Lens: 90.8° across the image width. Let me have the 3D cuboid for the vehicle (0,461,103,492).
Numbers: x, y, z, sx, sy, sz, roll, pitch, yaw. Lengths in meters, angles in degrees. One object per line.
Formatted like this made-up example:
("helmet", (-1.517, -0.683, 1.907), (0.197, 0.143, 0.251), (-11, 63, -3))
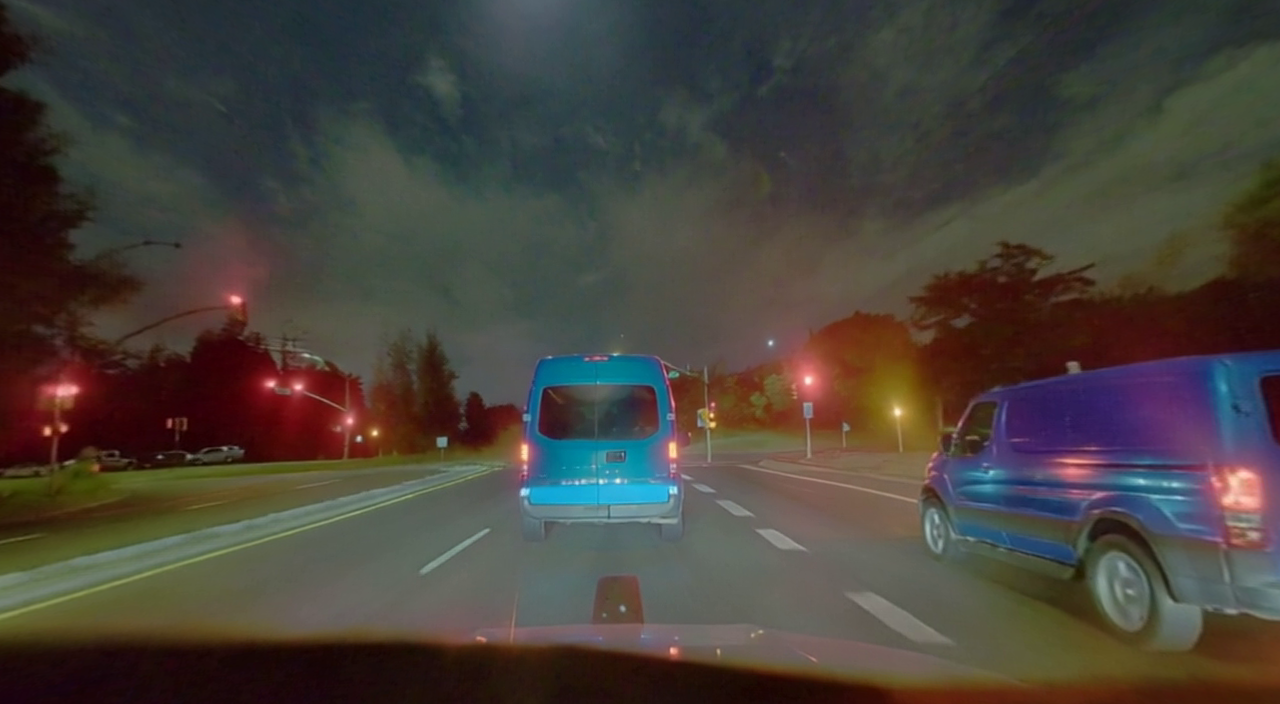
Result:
("vehicle", (-35.351, 7.417, 37.779), (4.573, 1.691, 1.877), (0, -9, -4))

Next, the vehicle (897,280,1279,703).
("vehicle", (3.663, 0.905, 4.420), (1.988, 1.873, 3.968), (0, -8, 0))

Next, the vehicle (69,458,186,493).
("vehicle", (-27.453, 6.572, 33.885), (4.857, 1.729, 2.029), (-1, -8, 10))

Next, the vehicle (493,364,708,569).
("vehicle", (-0.356, 1.456, 8.569), (2.145, 2.046, 4.309), (0, -8, 1))
